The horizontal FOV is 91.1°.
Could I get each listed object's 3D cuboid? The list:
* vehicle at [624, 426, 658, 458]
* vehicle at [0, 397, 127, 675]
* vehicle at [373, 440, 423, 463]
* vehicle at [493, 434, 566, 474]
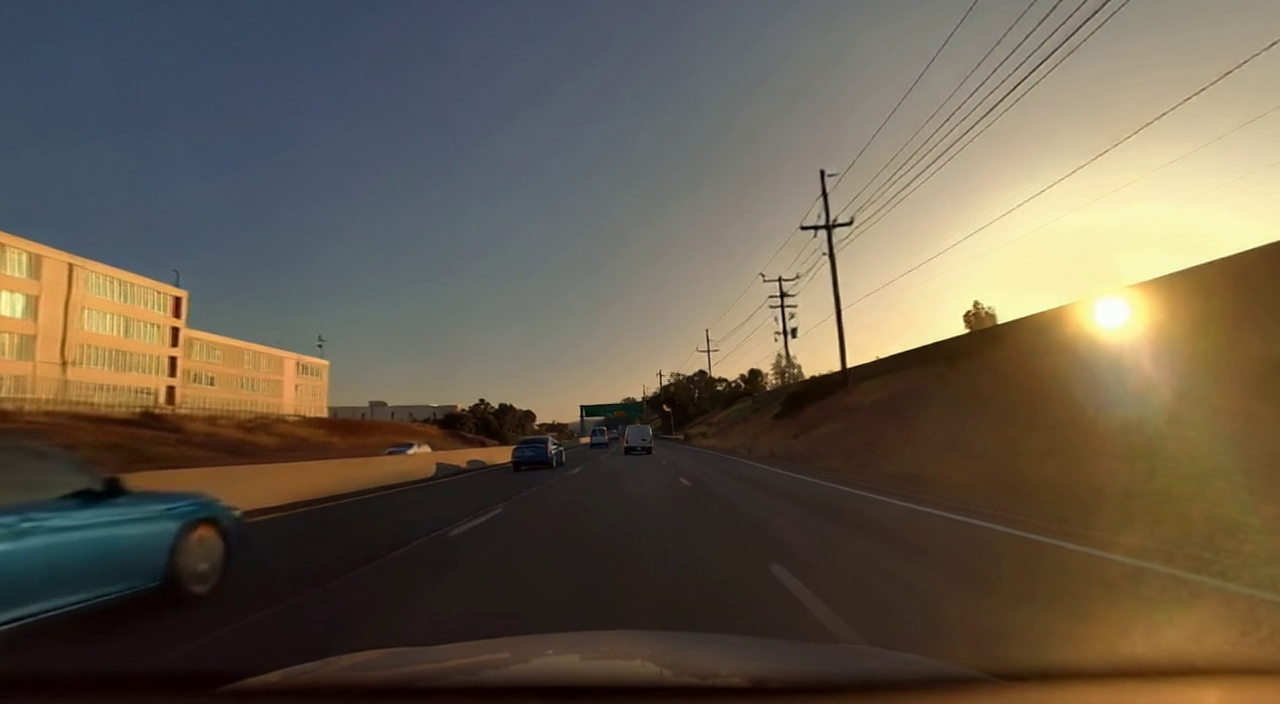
[{"bbox_3d":[0.027,6.035,42.381,2.213,1.997,4.456,0,-8,-1],"label":"vehicle"},{"bbox_3d":[-4.651,0.877,2.291,2.058,1.557,4.125,0,-8,0],"label":"vehicle"},{"bbox_3d":[-16.914,6.957,44.119,1.846,1.491,4.044,0,-8,1],"label":"vehicle"},{"bbox_3d":[-4.409,4.125,25.888,2.087,1.464,4.853,0,-8,1],"label":"vehicle"}]
